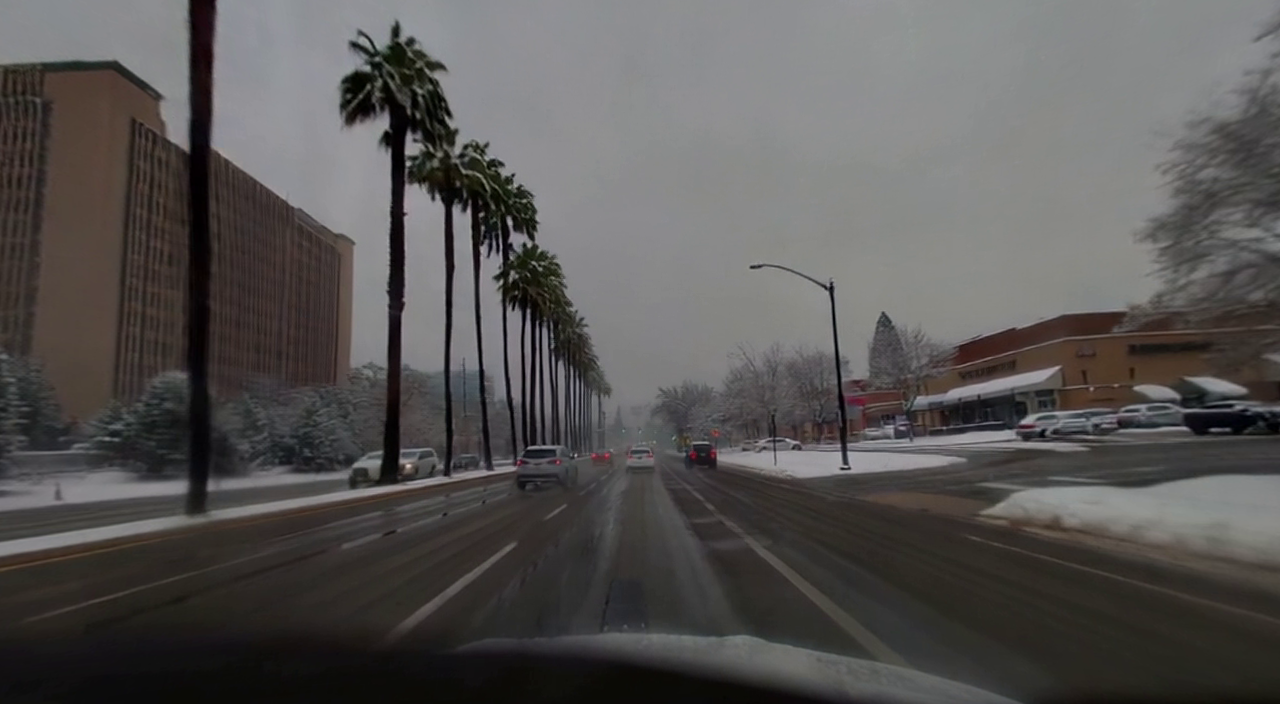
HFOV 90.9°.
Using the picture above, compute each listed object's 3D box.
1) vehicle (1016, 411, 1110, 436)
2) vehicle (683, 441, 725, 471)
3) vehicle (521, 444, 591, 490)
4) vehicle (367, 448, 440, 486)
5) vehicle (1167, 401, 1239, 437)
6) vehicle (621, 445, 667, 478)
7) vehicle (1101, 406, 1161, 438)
[{"bbox_3d":[27.791,4.772,41.569,1.663,1.499,4.774,5,-10,-31],"label":"vehicle"},{"bbox_3d":[4.018,6.603,40.175,2.108,1.785,4.334,0,-8,-1],"label":"vehicle"},{"bbox_3d":[-3.006,4.235,23.593,1.908,1.505,4.369,-1,-9,2],"label":"vehicle"},{"bbox_3d":[-11.521,5.596,31.064,1.886,1.706,4.209,-1,-9,1],"label":"vehicle"},{"bbox_3d":[27.577,3.366,31.001,1.781,1.592,3.879,-5,-10,30],"label":"vehicle"},{"bbox_3d":[0.198,5.411,31.360,2.147,1.507,3.953,0,-8,0],"label":"vehicle"},{"bbox_3d":[24.341,3.551,31.373,1.815,1.441,3.985,-6,-10,31],"label":"vehicle"}]
